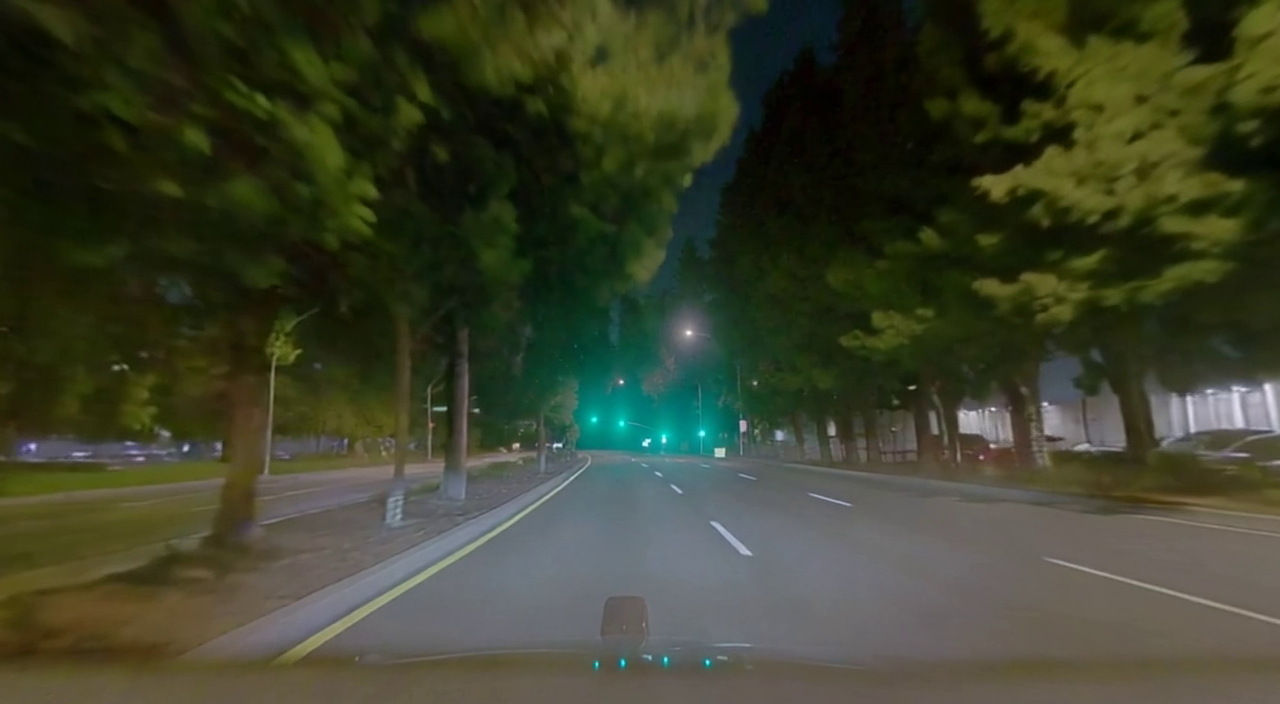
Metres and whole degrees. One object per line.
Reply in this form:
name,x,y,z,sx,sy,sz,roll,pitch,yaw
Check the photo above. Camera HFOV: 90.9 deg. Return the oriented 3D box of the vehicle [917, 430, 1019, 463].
vehicle,18.201,5.300,35.308,2.084,1.675,4.966,3,-9,-17
